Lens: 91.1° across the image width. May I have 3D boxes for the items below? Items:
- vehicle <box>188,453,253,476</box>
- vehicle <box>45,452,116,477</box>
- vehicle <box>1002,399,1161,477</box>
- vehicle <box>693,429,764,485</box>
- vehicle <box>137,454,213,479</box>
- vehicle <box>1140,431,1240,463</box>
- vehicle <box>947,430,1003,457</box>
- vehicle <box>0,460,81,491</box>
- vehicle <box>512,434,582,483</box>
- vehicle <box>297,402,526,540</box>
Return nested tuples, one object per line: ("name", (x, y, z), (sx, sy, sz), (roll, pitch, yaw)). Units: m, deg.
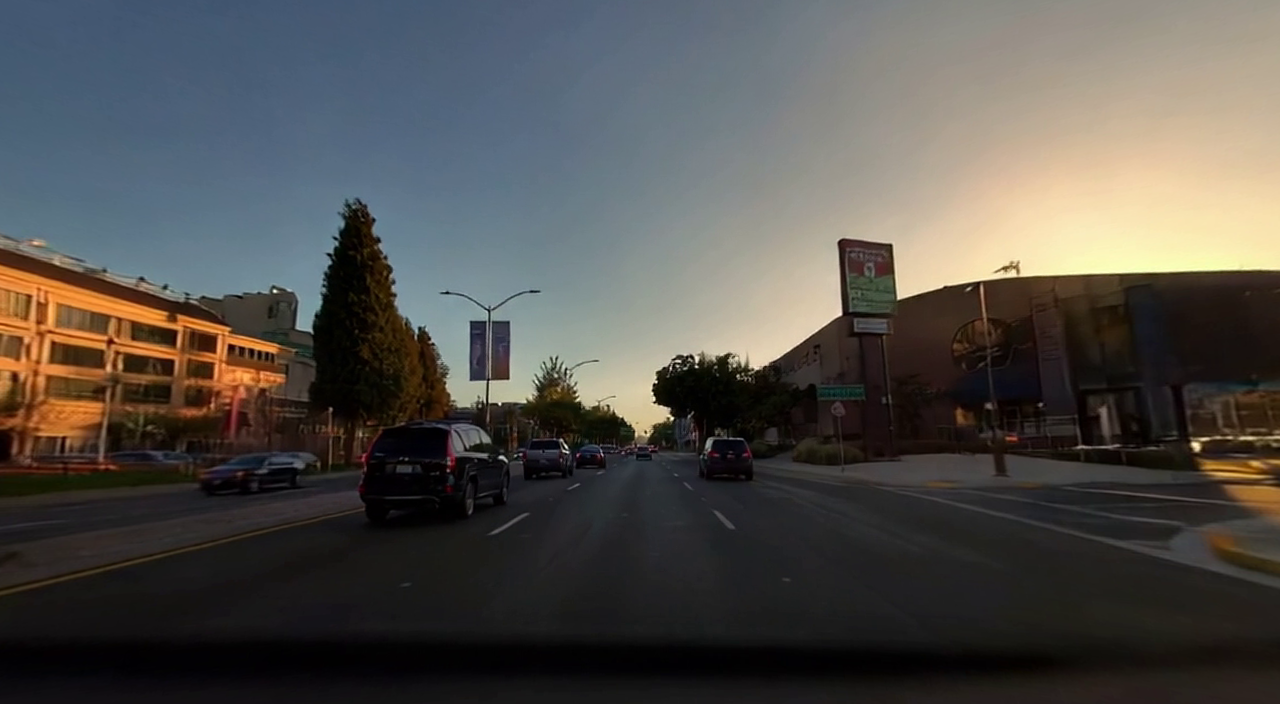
("vehicle", (-29.260, 7.843, 43.844), (3.620, 1.459, 1.627), (6, -10, -33))
("vehicle", (-42.777, 8.623, 48.031), (3.747, 1.826, 1.795), (0, -9, 3))
("vehicle", (21.982, 4.388, 31.893), (2.758, 3.509, 7.034), (0, -9, -1))
("vehicle", (3.289, 4.011, 24.178), (2.024, 1.921, 4.431), (0, -9, -1))
("vehicle", (-29.789, 7.329, 40.322), (3.617, 1.442, 1.608), (5, -10, -29))
("vehicle", (30.300, 5.250, 34.759), (1.830, 1.651, 3.967), (0, -9, -1))
("vehicle", (22.992, 6.283, 43.231), (1.862, 1.688, 3.636), (-3, -9, 2))
("vehicle", (-30.987, 6.242, 31.822), (3.686, 1.382, 1.629), (6, -10, -36))
("vehicle", (-3.603, 4.207, 25.151), (2.014, 1.775, 4.404), (0, -9, 1))
("vehicle", (-3.664, 2.036, 11.322), (2.210, 1.925, 4.838), (0, -9, 1))
